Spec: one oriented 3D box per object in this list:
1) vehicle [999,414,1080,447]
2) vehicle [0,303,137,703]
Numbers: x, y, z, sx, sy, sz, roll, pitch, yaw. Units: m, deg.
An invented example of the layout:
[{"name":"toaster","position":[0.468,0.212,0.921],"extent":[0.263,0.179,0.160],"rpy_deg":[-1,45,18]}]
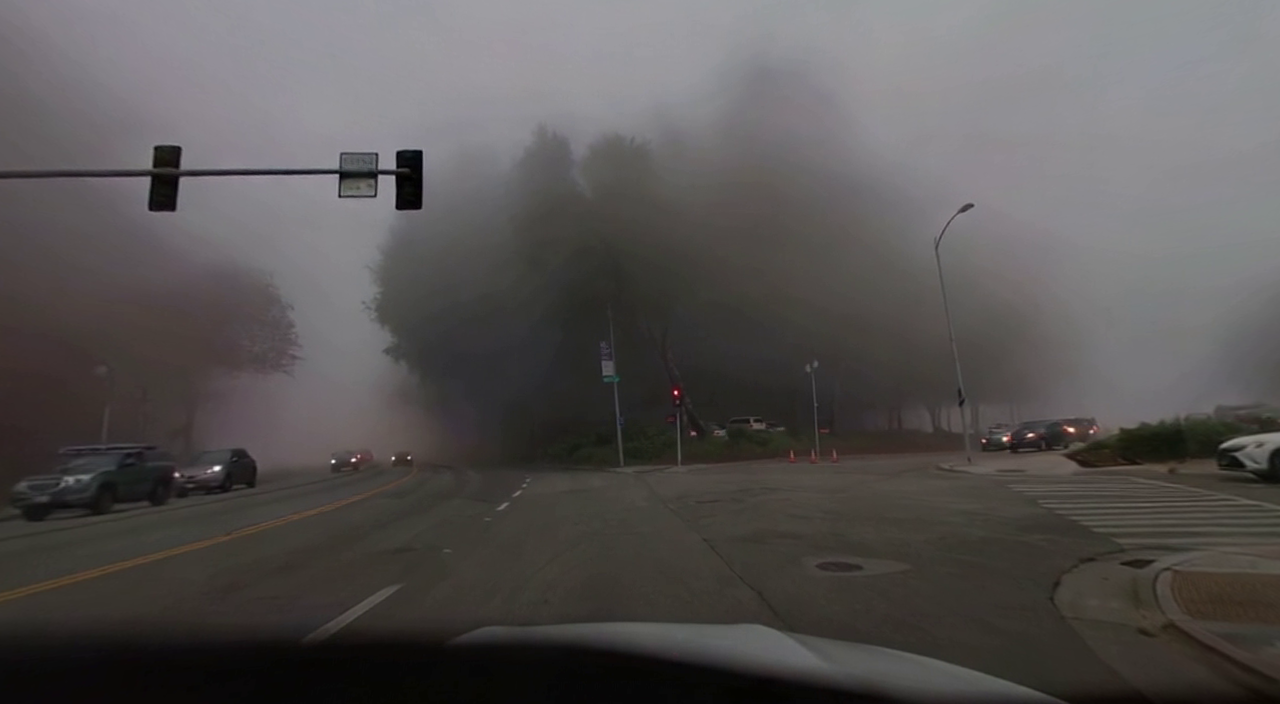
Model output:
[{"name":"vehicle","position":[24.741,4.910,39.092],"extent":[4.523,1.908,1.930],"rpy_deg":[4,-9,-25]},{"name":"vehicle","position":[-3.514,0.423,0.391],"extent":[2.134,1.799,5.082],"rpy_deg":[0,-9,1]}]
